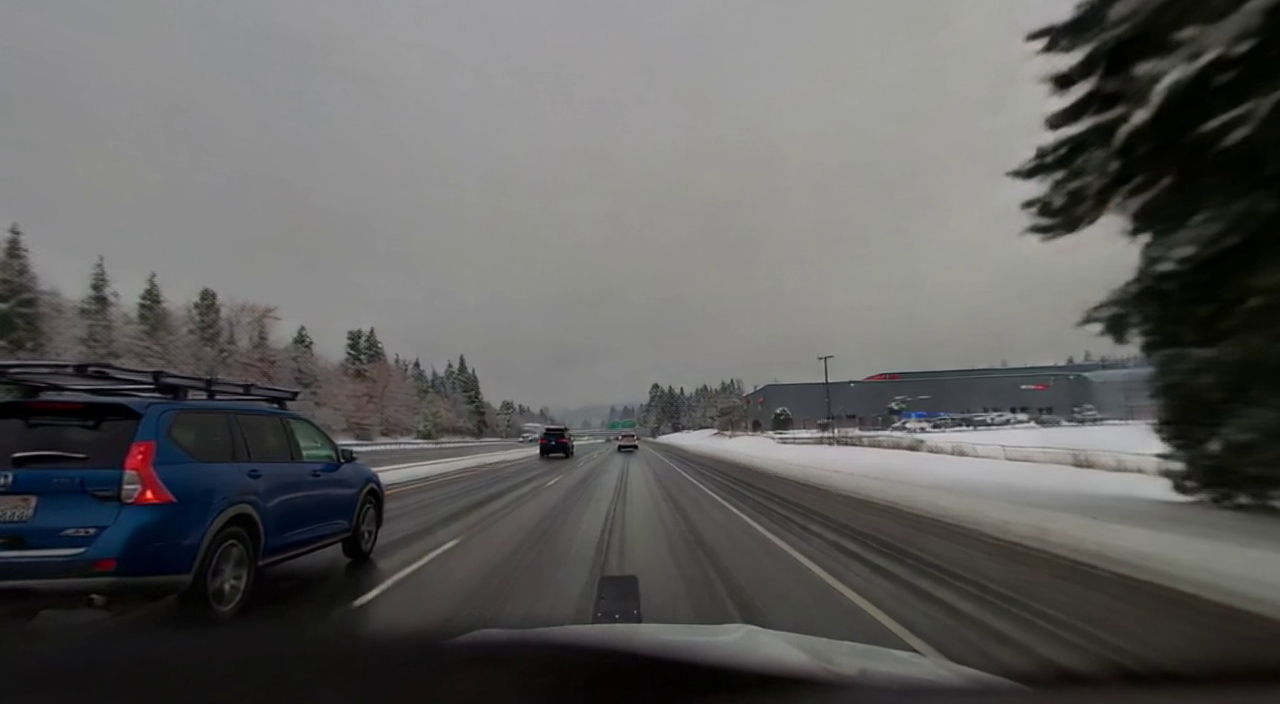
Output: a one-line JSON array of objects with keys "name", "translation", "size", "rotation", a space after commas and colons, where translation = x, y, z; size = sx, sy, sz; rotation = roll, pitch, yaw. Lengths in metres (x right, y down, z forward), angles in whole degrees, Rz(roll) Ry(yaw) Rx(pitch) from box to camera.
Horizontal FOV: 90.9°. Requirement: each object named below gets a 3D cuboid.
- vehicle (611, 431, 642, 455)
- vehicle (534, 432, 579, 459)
[{"name": "vehicle", "translation": [-0.949, 6.612, 45.876], "size": [2.151, 1.618, 3.898], "rotation": [0, -8, -1]}, {"name": "vehicle", "translation": [-5.081, 5.732, 38.903], "size": [2.189, 1.580, 4.607], "rotation": [0, -8, -1]}]
